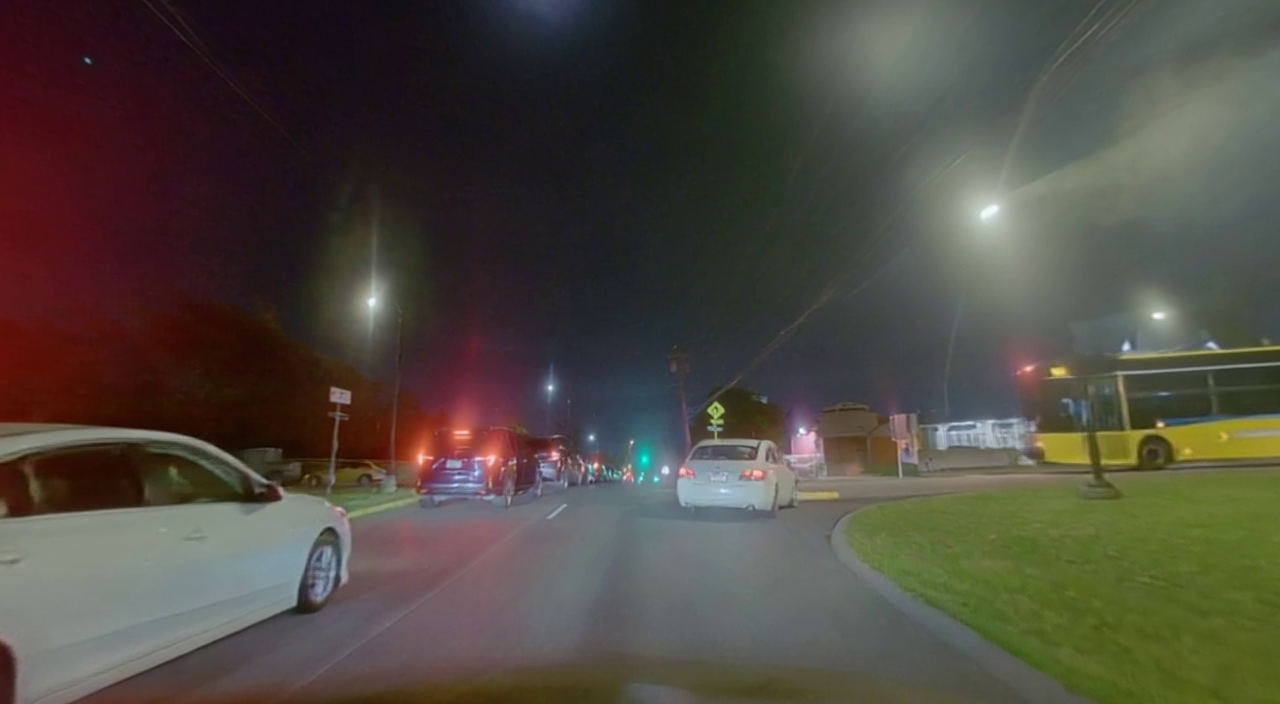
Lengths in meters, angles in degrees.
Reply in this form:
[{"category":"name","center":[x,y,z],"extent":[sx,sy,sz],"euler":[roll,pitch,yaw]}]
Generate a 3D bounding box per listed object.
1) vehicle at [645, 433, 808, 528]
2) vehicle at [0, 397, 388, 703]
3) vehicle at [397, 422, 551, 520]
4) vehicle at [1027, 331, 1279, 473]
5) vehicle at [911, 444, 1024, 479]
[{"category":"vehicle","center":[1.830,2.359,12.185],"extent":[2.020,1.478,3.922],"euler":[-4,-9,25]},{"category":"vehicle","center":[-3.343,1.033,3.160],"extent":[1.953,1.480,4.522],"euler":[-1,-8,5]},{"category":"vehicle","center":[-3.357,2.509,13.850],"extent":[2.017,1.761,4.572],"euler":[0,-8,2]},{"category":"vehicle","center":[15.930,1.316,15.843],"extent":[9.977,3.303,2.948],"euler":[-4,-9,21]},{"category":"vehicle","center":[15.157,5.093,29.285],"extent":[4.422,1.457,1.882],"euler":[-6,-10,28]}]
